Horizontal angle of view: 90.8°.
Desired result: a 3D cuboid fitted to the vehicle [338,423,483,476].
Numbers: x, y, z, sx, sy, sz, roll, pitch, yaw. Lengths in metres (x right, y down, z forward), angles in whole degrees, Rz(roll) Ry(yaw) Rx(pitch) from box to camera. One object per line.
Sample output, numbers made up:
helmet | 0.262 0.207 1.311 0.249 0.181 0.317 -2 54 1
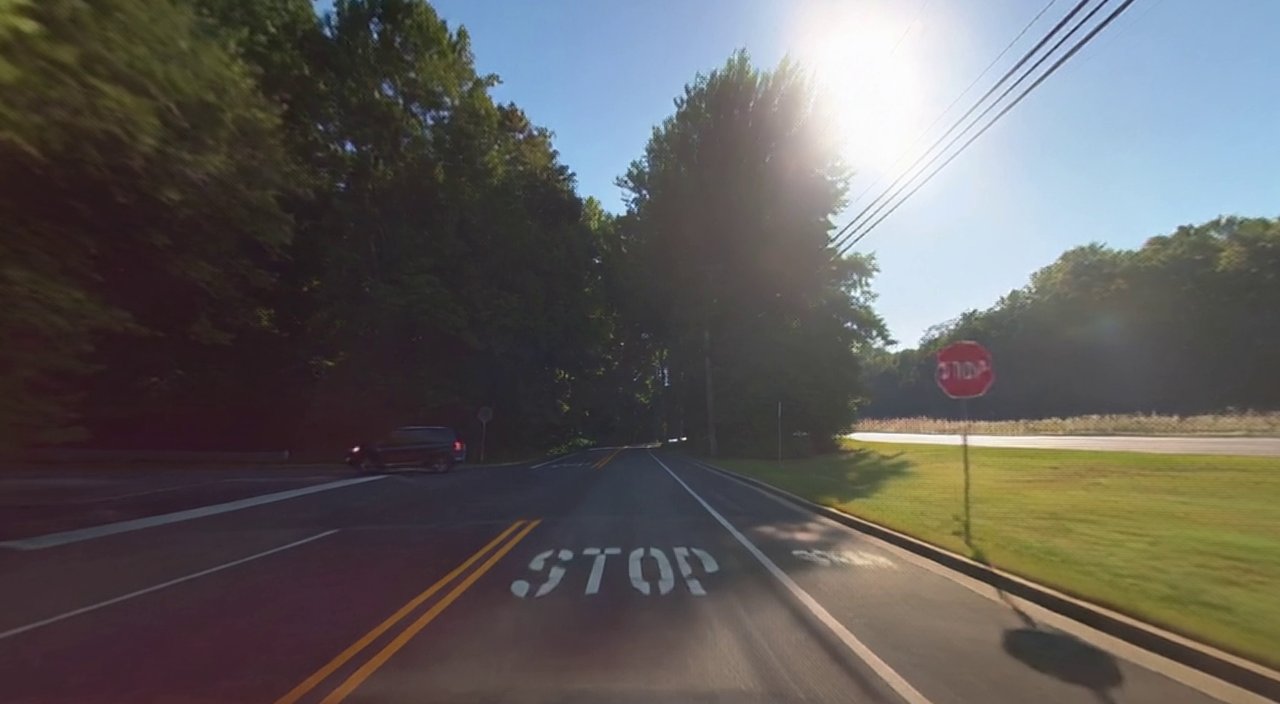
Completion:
vehicle | -9.347 4.016 26.067 5.020 1.973 2.348 8 -12 -42
